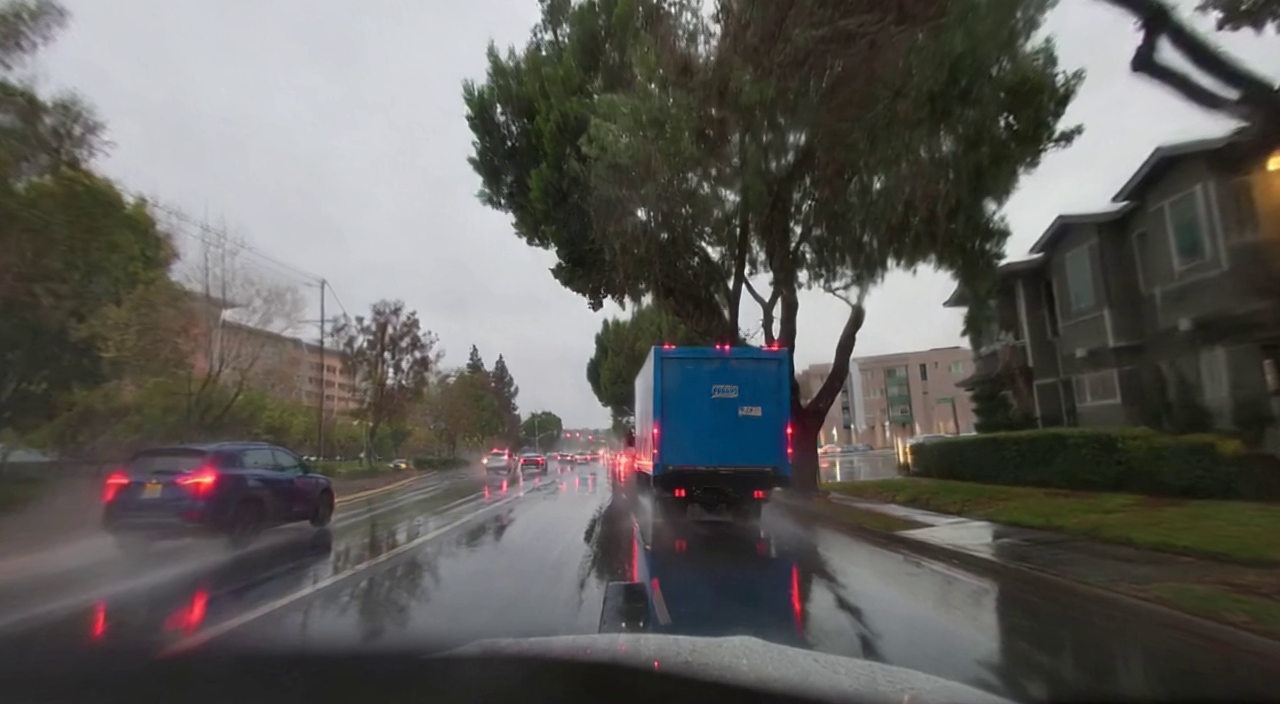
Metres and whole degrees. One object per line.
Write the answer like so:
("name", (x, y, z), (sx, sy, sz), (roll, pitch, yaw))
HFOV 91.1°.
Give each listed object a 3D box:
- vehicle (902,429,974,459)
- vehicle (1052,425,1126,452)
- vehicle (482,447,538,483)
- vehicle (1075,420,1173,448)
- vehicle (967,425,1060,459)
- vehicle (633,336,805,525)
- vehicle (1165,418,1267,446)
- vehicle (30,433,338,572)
("vehicle", (19.271, 6.002, 40.848), (1.880, 1.804, 4.679), (1, -9, -7))
("vehicle", (29.794, 5.778, 41.767), (1.827, 1.498, 3.785), (-5, -9, -5))
("vehicle", (-6.824, 5.937, 33.402), (2.095, 1.759, 4.433), (0, -9, -2))
("vehicle", (32.765, 5.635, 42.716), (2.039, 1.714, 5.431), (1, -9, -4))
("vehicle", (24.577, 6.015, 41.663), (2.220, 1.981, 5.827), (3, -9, -5))
("vehicle", (1.467, 2.159, 16.642), (2.905, 3.644, 8.807), (1, -9, -3))
("vehicle", (38.927, 5.473, 42.620), (1.858, 1.687, 5.044), (0, -9, -5))
("vehicle", (-6.677, 2.181, 9.973), (1.958, 1.672, 4.283), (1, -9, -6))
